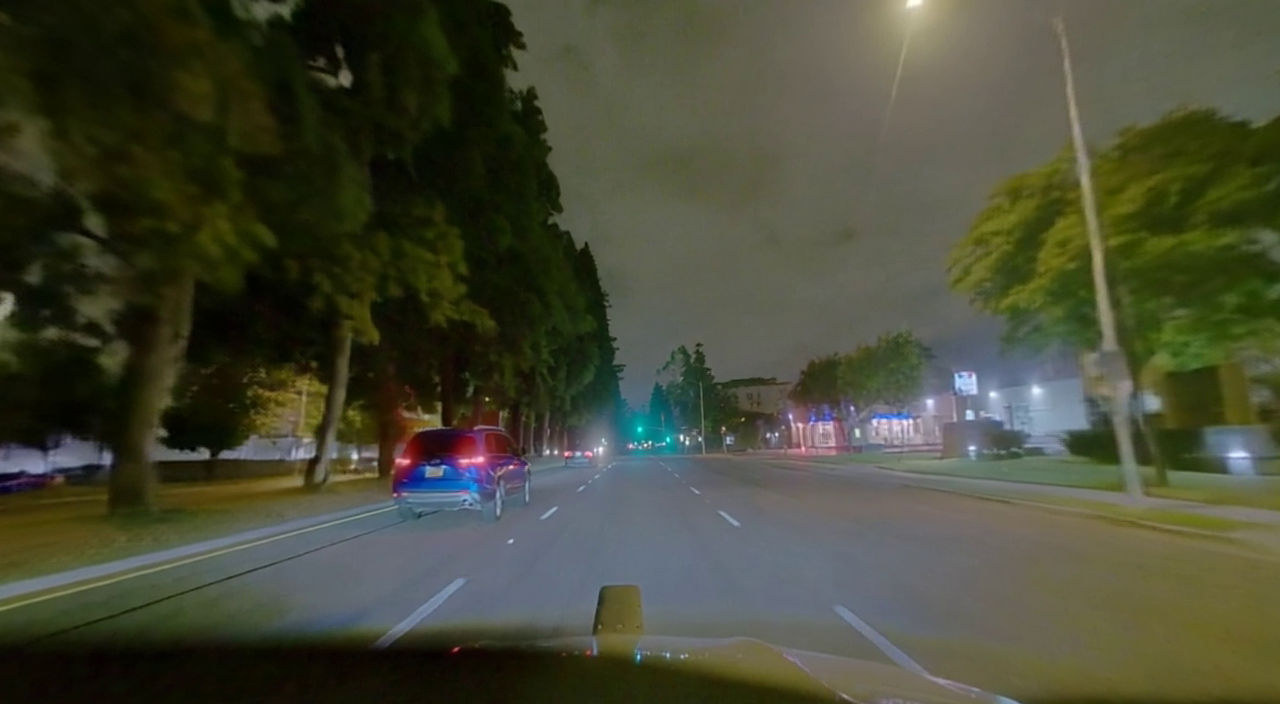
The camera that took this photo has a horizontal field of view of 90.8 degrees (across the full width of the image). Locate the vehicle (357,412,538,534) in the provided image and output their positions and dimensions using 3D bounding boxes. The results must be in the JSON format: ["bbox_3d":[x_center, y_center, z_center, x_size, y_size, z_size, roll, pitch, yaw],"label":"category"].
[{"bbox_3d":[-3.260,2.157,11.787,2.042,1.817,4.364,0,-8,-1],"label":"vehicle"}]

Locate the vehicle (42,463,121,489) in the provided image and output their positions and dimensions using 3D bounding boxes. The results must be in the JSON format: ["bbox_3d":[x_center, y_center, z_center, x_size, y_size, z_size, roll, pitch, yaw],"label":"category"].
[{"bbox_3d":[-38.441,8.516,43.630,1.796,1.496,4.410,1,-9,-8],"label":"vehicle"}]

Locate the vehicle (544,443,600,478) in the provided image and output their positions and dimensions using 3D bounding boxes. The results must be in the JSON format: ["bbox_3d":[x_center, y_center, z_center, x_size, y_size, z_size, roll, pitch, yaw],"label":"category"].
[{"bbox_3d":[-3.052,4.946,29.210,2.069,1.470,4.601,0,-8,0],"label":"vehicle"}]
